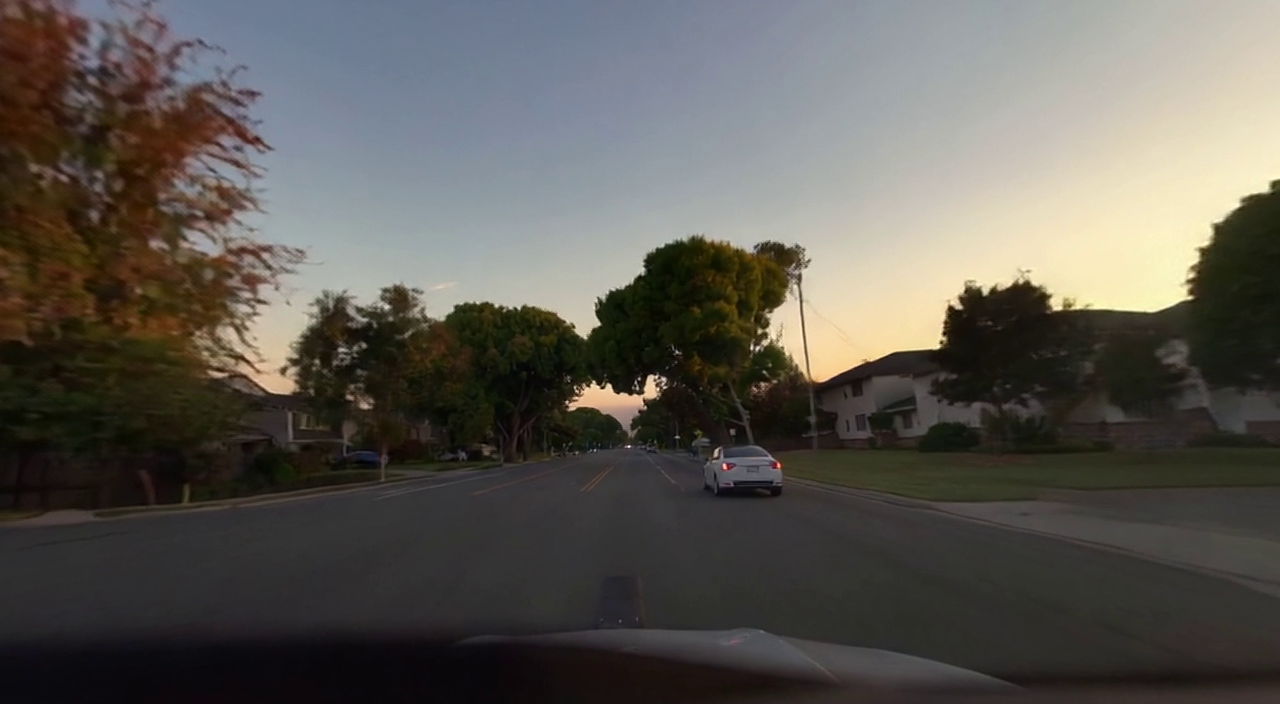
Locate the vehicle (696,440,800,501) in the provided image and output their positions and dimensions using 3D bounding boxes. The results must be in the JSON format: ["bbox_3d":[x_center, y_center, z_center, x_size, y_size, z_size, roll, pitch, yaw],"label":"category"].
[{"bbox_3d":[2.903,3.289,17.992,2.057,1.493,4.225,0,-8,-2],"label":"vehicle"}]
